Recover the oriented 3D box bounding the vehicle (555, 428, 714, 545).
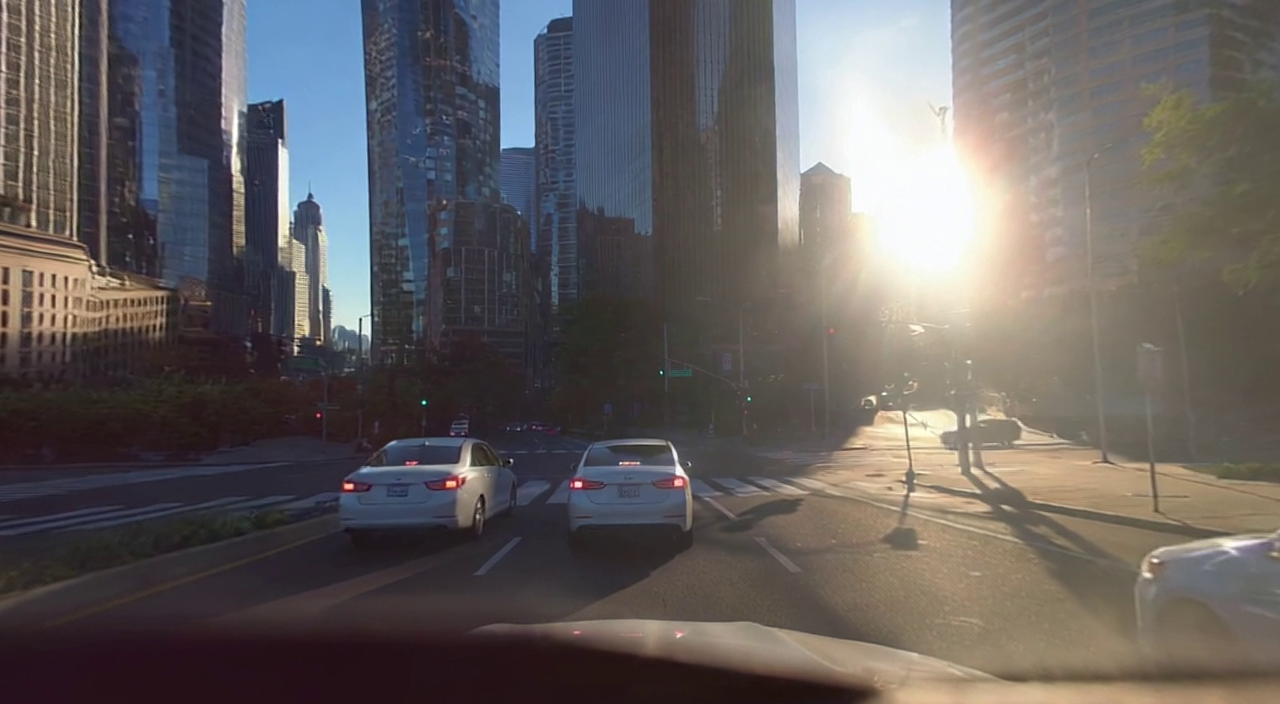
[{"bbox_3d":[-0.138,2.000,10.018,2.016,1.478,3.795,0,-8,-2],"label":"vehicle"}]

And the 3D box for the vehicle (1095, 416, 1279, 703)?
[{"bbox_3d":[3.108,0.739,0.754,1.915,1.434,4.175,0,-8,-2],"label":"vehicle"}]

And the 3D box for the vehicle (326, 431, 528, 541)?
[{"bbox_3d":[-3.307,2.169,10.969,1.995,1.479,4.627,0,-8,-1],"label":"vehicle"}]

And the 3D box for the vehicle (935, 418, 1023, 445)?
[{"bbox_3d":[24.654,5.803,46.071,5.201,1.894,2.178,0,-8,-3],"label":"vehicle"}]
